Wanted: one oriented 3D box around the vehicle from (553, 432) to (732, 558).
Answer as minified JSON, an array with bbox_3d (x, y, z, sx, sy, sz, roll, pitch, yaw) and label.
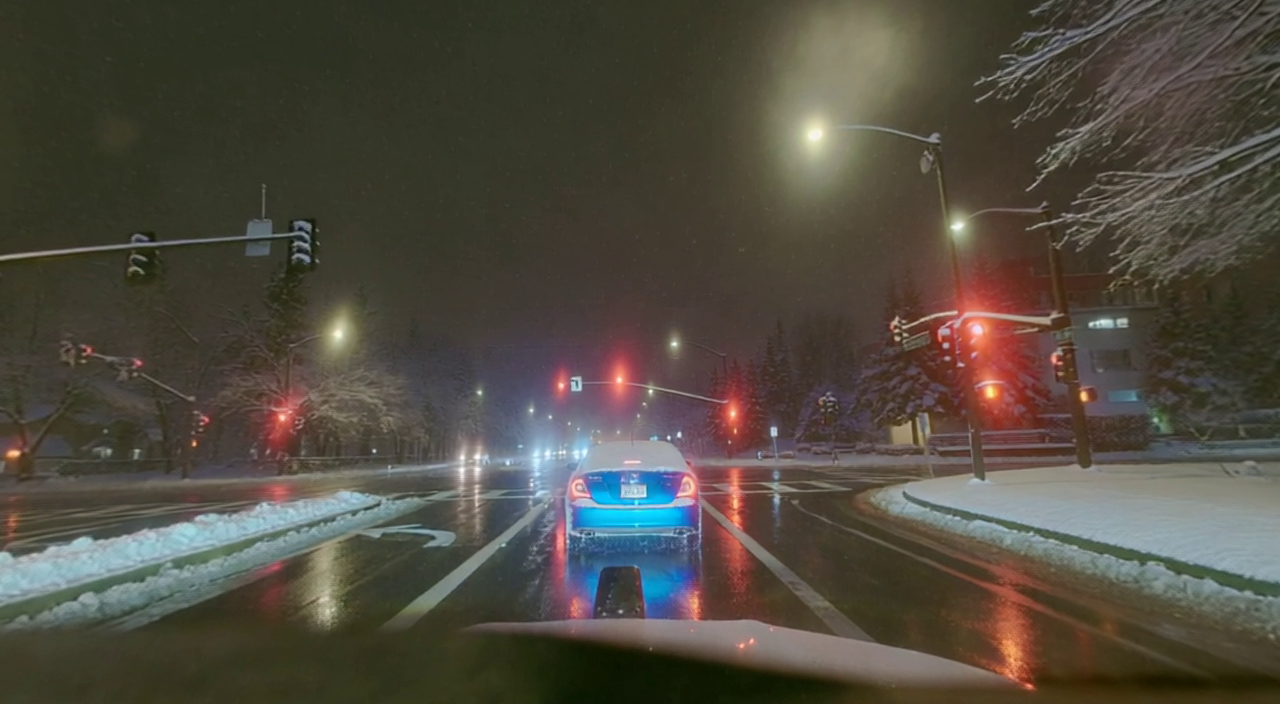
[{"bbox_3d":[0.001,1.993,9.508,2.107,1.470,3.974,0,-9,-1],"label":"vehicle"}]
